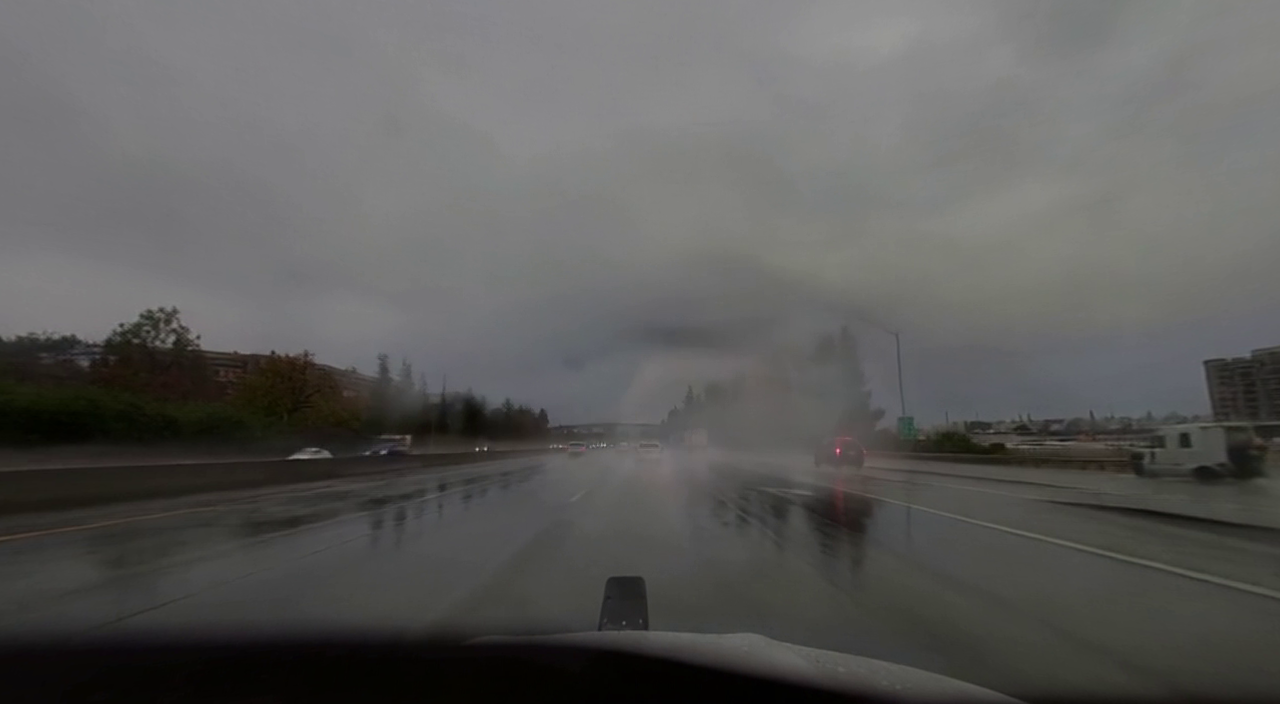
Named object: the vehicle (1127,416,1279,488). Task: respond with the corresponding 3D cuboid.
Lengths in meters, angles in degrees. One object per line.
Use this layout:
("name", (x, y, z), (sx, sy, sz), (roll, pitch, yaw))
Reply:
("vehicle", (18.568, 3.044, 19.452), (2.304, 1.951, 5.719), (0, -8, -3))

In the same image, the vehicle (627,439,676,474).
("vehicle", (0.486, 4.829, 29.354), (2.112, 1.482, 4.082), (0, -8, 0))

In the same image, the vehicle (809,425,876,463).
("vehicle", (13.793, 6.353, 43.485), (2.336, 2.415, 6.056), (0, -8, -3))
